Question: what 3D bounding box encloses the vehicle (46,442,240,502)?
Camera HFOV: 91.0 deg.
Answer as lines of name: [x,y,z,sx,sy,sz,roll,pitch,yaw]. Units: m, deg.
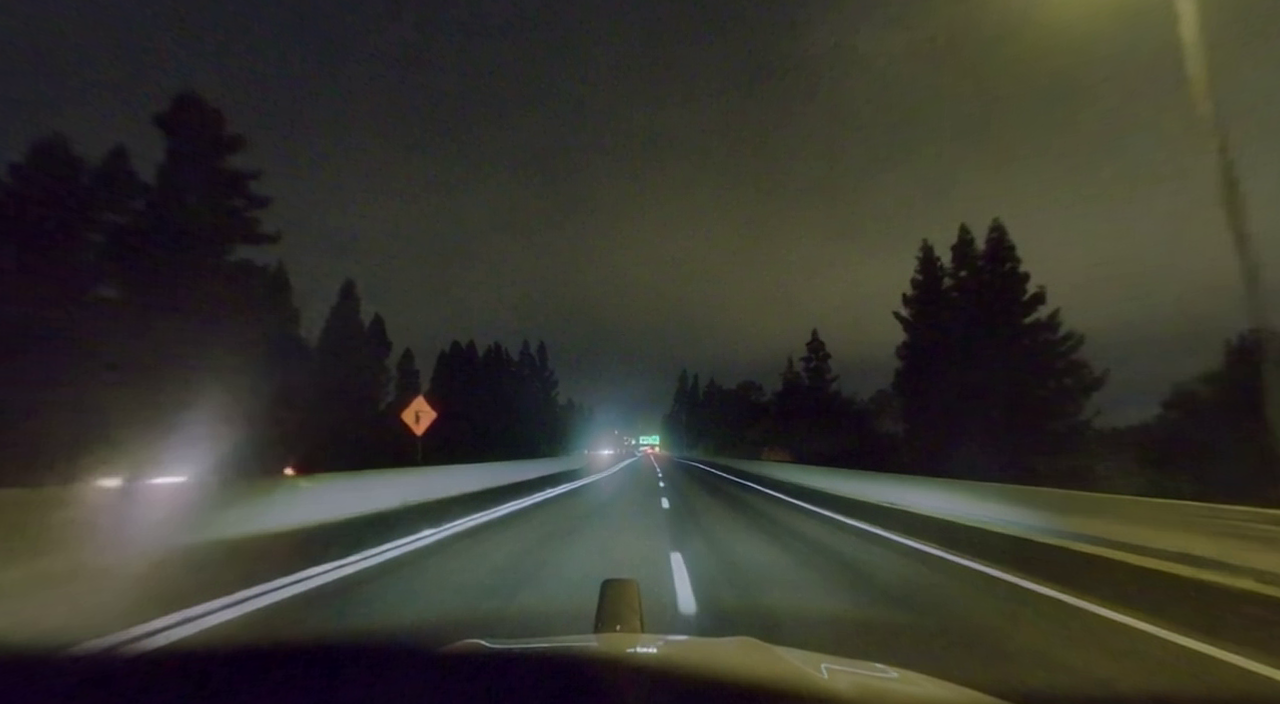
vehicle: [-15.295,3.702,19.840,2.035,1.623,4.812,0,-9,2]
